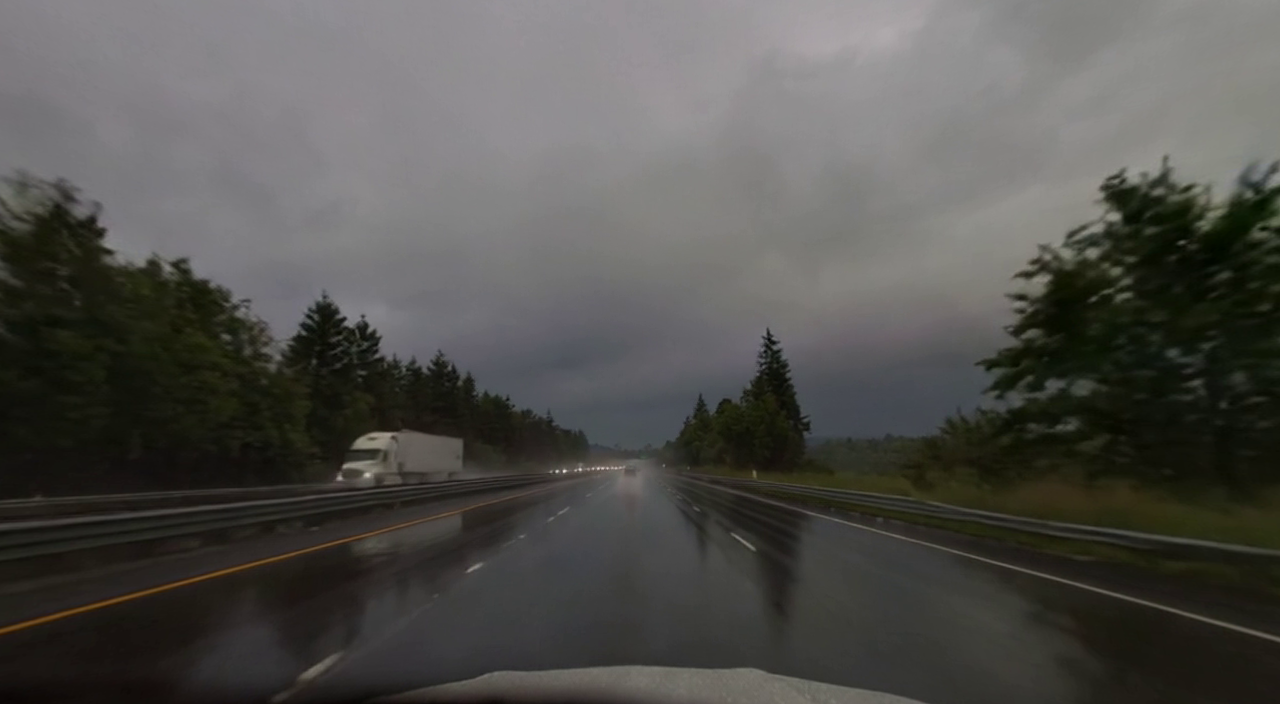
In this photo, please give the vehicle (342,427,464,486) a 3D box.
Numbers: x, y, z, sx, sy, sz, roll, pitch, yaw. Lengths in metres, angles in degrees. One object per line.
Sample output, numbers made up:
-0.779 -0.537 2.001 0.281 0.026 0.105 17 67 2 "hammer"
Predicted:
-16.618 7.778 46.034 3.250 3.556 14.302 1 -11 0 "vehicle"
